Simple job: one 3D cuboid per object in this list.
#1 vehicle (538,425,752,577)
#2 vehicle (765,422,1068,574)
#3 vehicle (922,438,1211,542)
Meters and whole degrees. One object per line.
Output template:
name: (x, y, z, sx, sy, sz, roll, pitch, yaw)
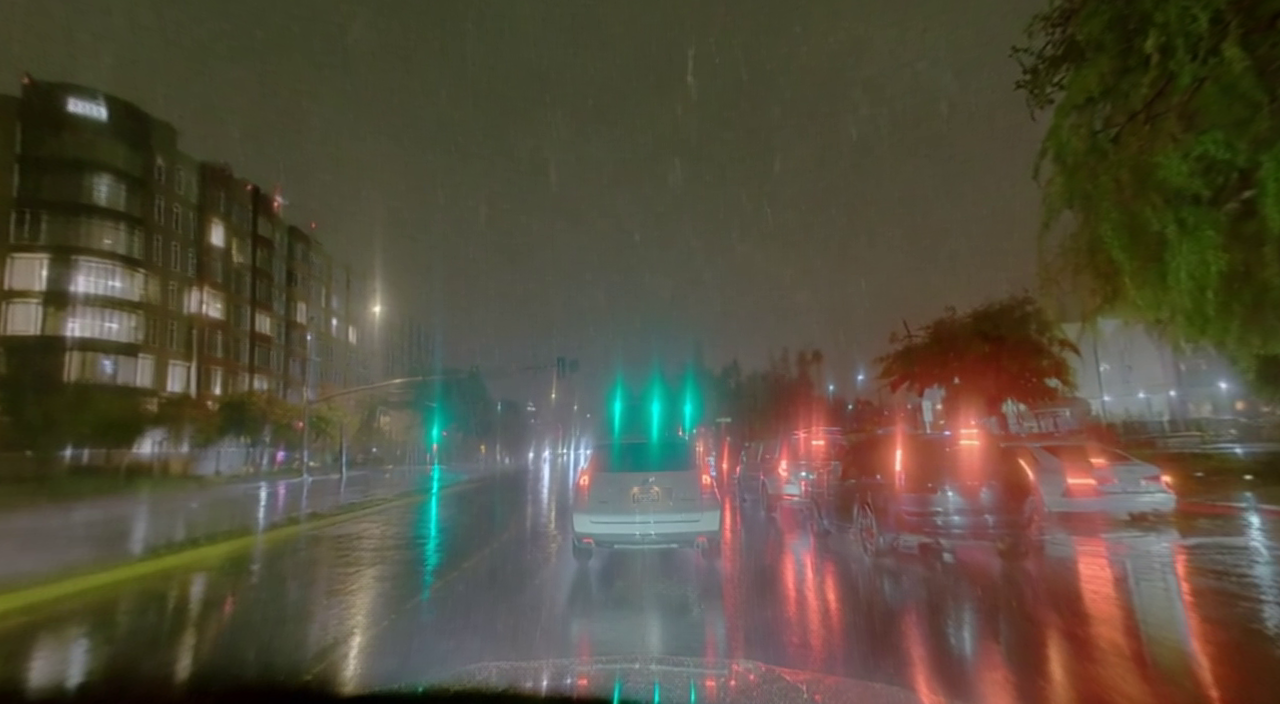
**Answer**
vehicle: (0.005, 1.777, 8.361, 2.105, 1.474, 4.127, 0, -8, -1)
vehicle: (3.201, 1.781, 8.588, 1.995, 1.483, 4.533, 0, -8, -1)
vehicle: (6.537, 2.116, 10.351, 1.915, 1.338, 3.874, 0, -8, -2)
